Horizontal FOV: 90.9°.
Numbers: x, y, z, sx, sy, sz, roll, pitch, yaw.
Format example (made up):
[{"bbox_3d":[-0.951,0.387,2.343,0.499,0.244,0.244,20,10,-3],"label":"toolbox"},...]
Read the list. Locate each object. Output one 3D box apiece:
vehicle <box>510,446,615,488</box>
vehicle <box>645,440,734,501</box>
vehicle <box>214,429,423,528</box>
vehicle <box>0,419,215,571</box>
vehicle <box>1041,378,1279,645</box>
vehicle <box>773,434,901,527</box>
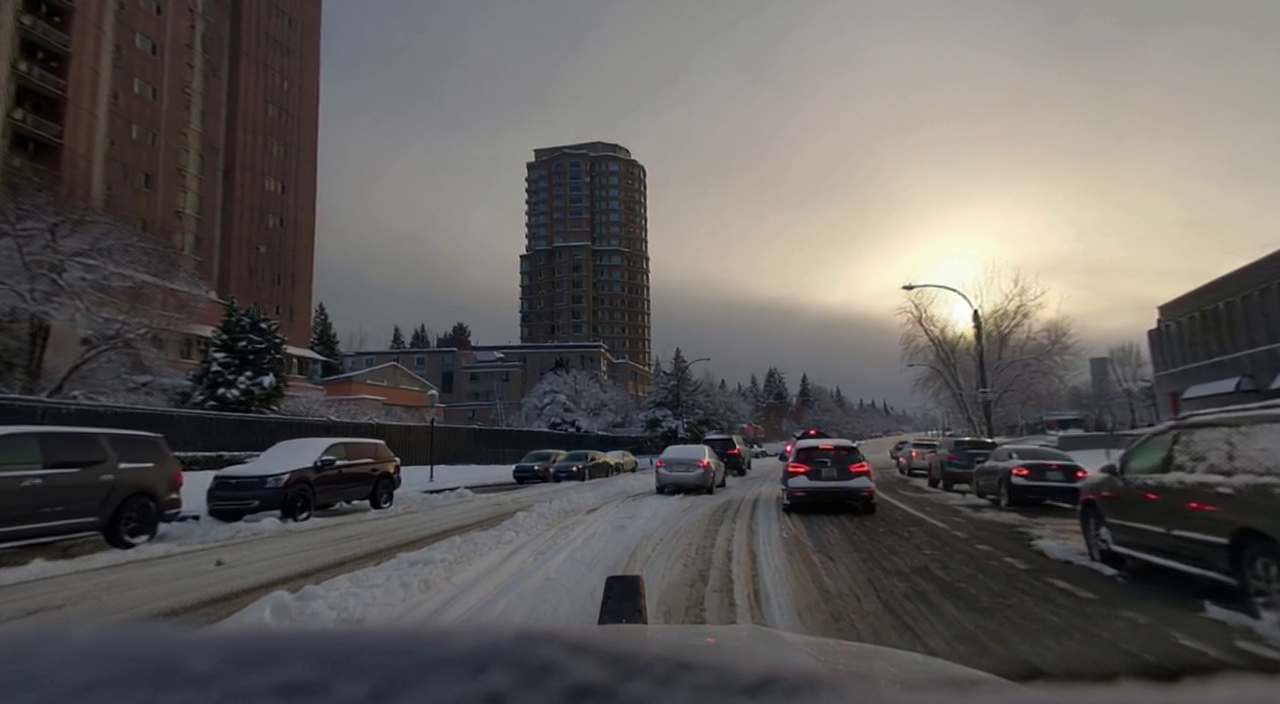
[{"bbox_3d":[-3.081,4.653,25.940,1.928,1.503,4.322,-6,-10,33],"label":"vehicle"},{"bbox_3d":[1.482,3.180,17.345,2.031,1.461,3.763,-2,-8,10],"label":"vehicle"},{"bbox_3d":[-7.367,2.874,15.048,1.934,1.770,4.546,-9,-10,12],"label":"vehicle"},{"bbox_3d":[-8.781,1.860,8.444,2.070,1.854,4.985,-2,-8,11],"label":"vehicle"},{"bbox_3d":[5.745,1.298,5.762,2.088,1.775,4.454,-2,-9,14],"label":"vehicle"},{"bbox_3d":[3.725,2.451,12.662,1.982,1.510,4.144,-2,-8,11],"label":"vehicle"}]
